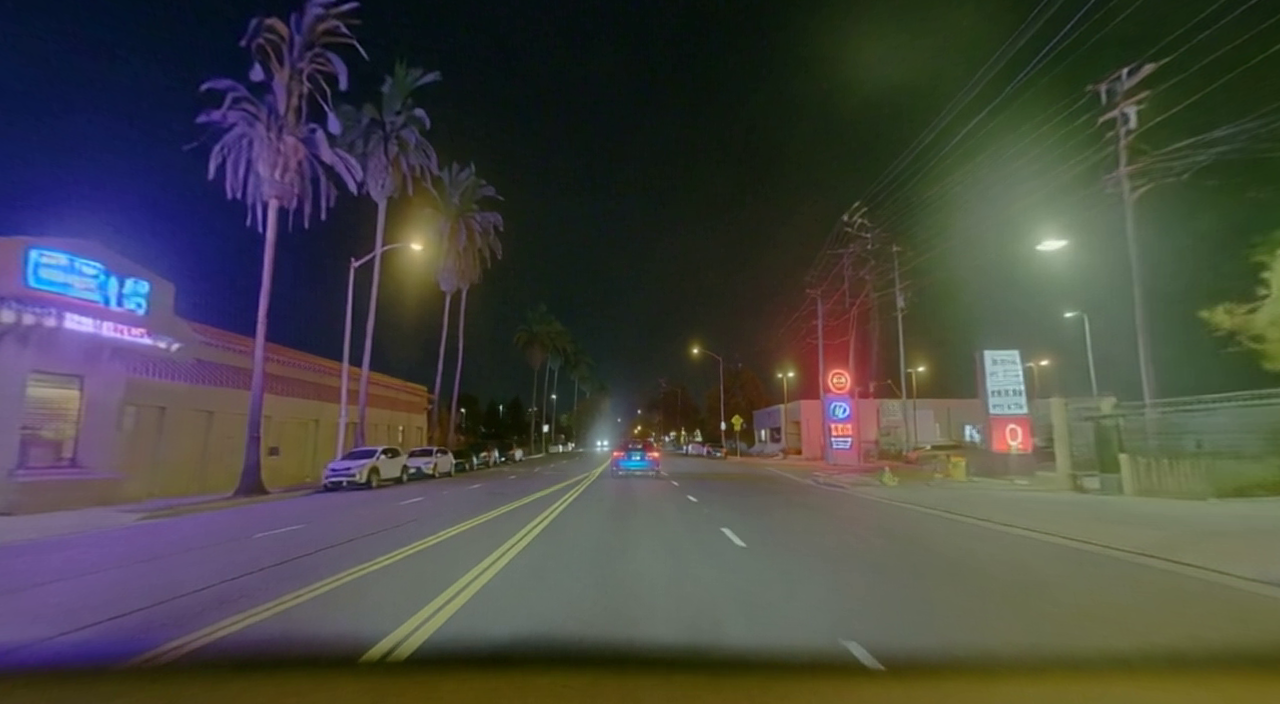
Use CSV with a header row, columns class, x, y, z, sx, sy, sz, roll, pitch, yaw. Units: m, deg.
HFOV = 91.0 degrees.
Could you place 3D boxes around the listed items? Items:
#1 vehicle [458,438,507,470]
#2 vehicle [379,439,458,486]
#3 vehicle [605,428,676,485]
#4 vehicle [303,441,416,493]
class,x,y,z,sx,sy,sz,roll,pitch,yaw
vehicle,-10.085,6.537,40.595,1.958,1.937,4.114,-1,-8,2
vehicle,-10.165,5.043,29.340,1.992,1.744,4.896,-2,-6,0
vehicle,-0.061,3.696,22.506,2.264,1.798,4.563,0,-8,-2
vehicle,-10.166,4.180,23.296,2.075,1.693,4.696,0,-8,-1
